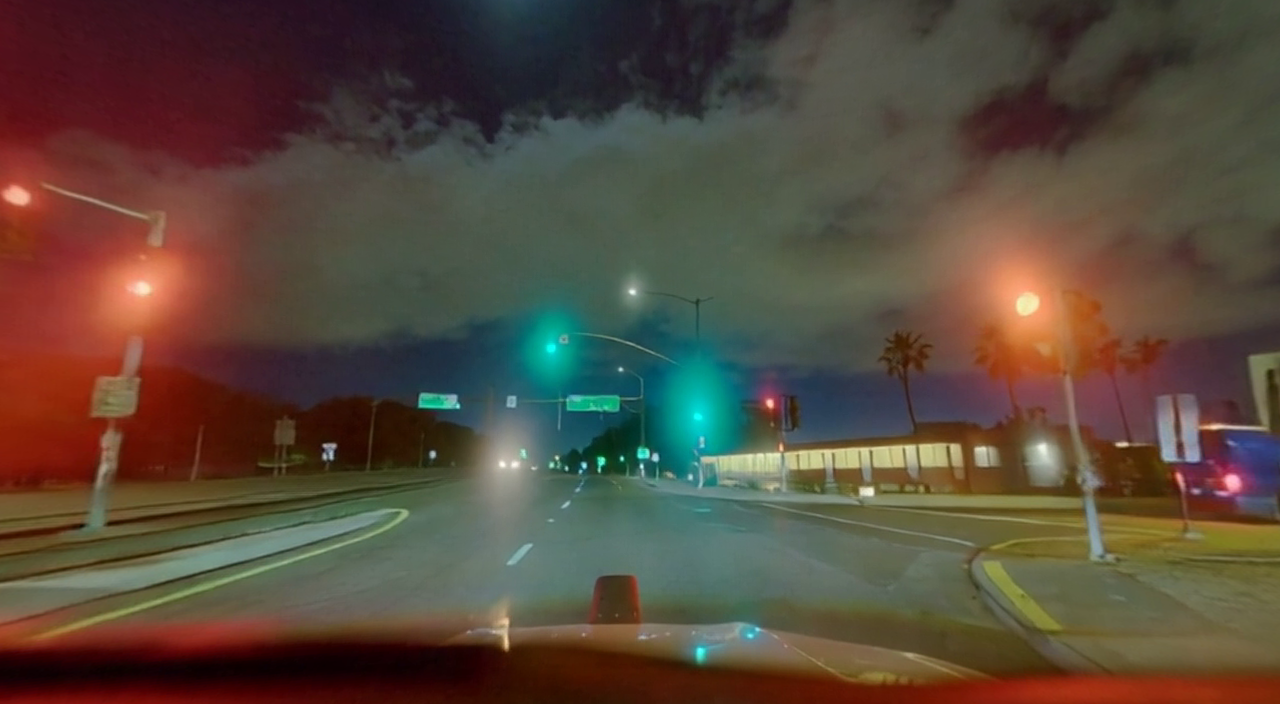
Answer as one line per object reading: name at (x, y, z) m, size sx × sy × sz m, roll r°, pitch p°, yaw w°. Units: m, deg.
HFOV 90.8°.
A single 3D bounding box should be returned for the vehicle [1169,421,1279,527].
vehicle at (19.821, 3.725, 19.727) m, size 4.180 × 3.020 × 2.606 m, roll 1°, pitch -9°, yaw -7°
